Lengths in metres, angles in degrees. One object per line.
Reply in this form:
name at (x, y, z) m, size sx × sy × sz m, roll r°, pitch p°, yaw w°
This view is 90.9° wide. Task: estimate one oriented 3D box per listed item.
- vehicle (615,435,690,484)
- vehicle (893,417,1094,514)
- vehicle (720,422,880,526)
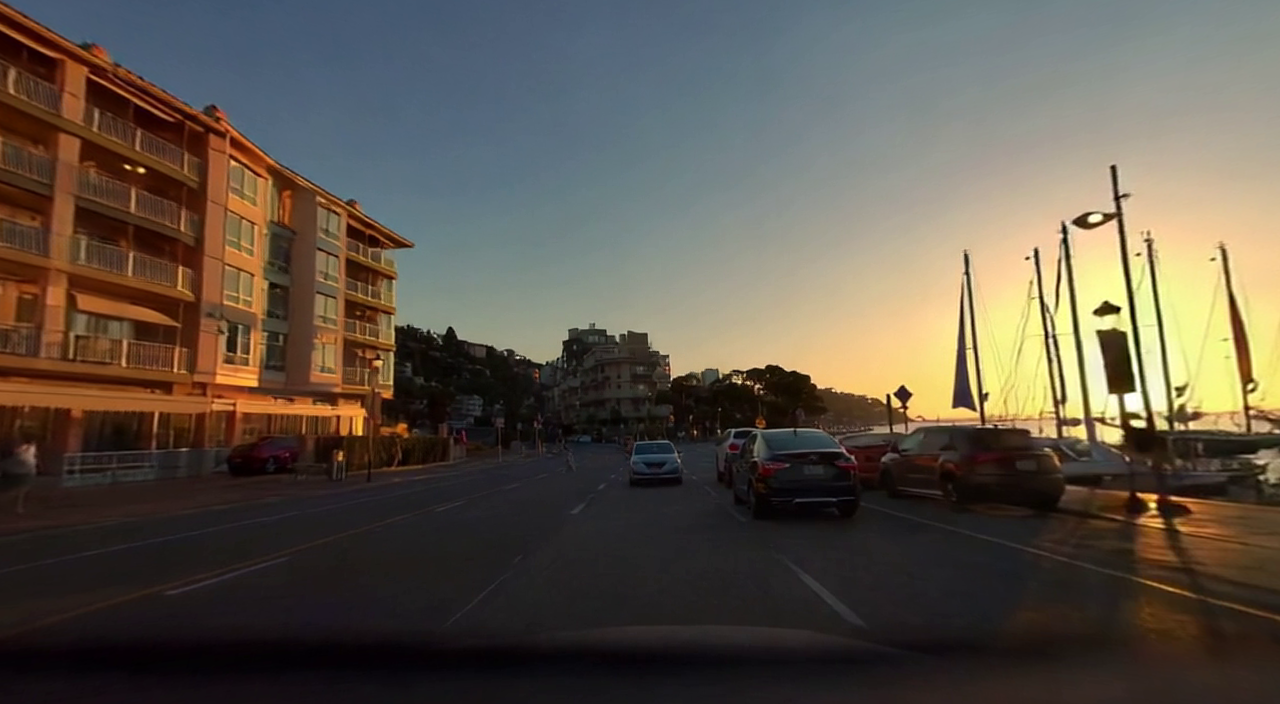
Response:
vehicle at (0.441, 3.628, 21.489) m, size 2.284 × 1.496 × 3.949 m, roll -1°, pitch -9°, yaw 2°
vehicle at (7.798, 2.550, 14.574) m, size 1.969 × 1.852 × 4.514 m, roll 0°, pitch -9°, yaw -1°
vehicle at (2.826, 2.258, 12.168) m, size 2.047 × 1.640 × 4.051 m, roll -1°, pitch -9°, yaw 1°
